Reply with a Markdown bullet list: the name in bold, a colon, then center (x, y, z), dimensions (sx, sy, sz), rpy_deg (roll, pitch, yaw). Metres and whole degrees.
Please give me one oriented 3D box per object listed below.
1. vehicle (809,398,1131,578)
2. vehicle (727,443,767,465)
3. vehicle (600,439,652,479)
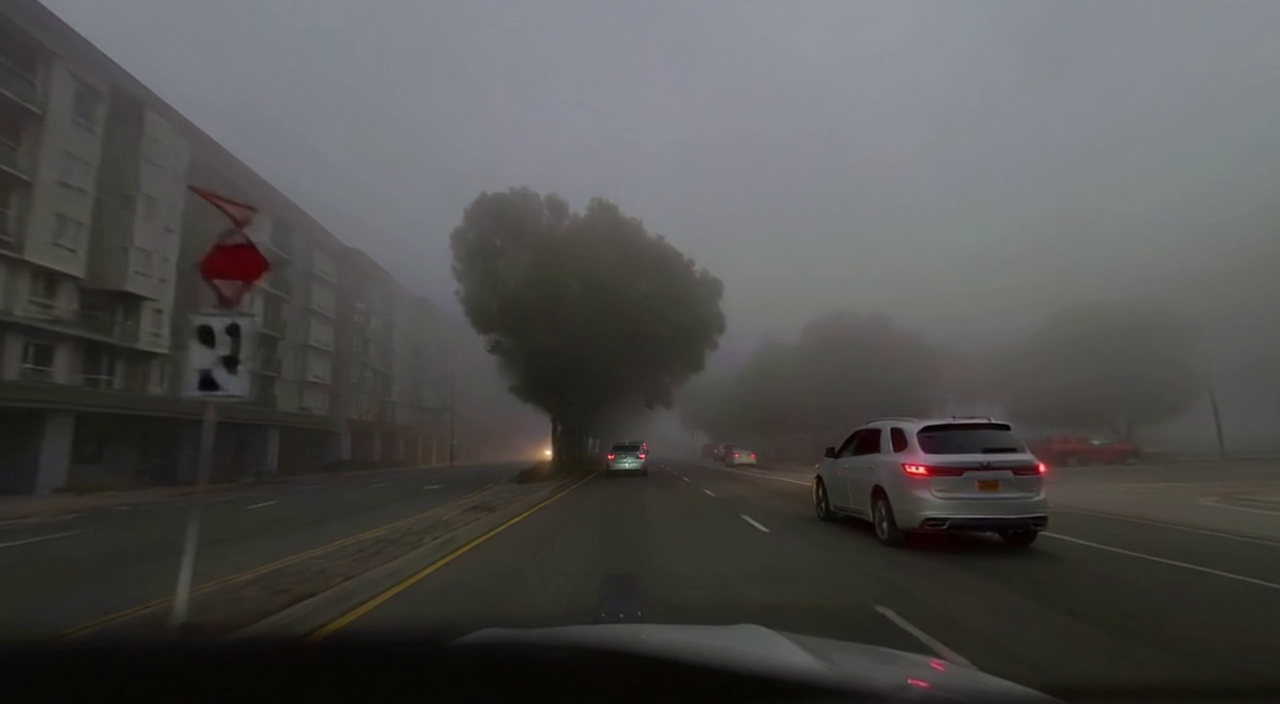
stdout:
- **vehicle**: center (3.770, 1.625, 8.243), dimensions (1.949, 1.723, 4.020), rpy_deg (0, -8, -1)
- **vehicle**: center (7.733, 7.437, 46.056), dimensions (1.962, 1.484, 4.644), rpy_deg (0, -8, -1)
- **vehicle**: center (-0.513, 4.359, 25.963), dimensions (2.006, 1.487, 3.535), rpy_deg (-1, -8, 1)
